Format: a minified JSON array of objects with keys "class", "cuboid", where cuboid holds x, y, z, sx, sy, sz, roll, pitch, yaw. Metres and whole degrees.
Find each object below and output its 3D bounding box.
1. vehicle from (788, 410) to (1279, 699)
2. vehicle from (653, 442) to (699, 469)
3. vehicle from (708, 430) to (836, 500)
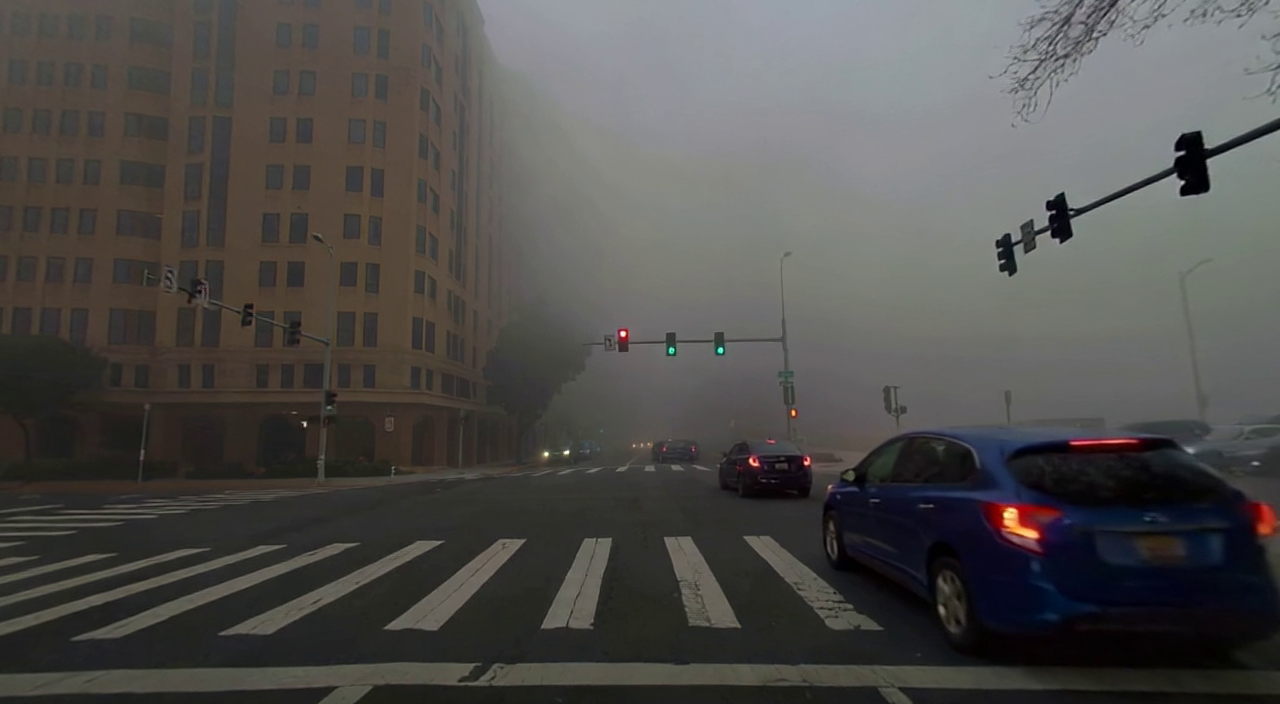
[{"class":"vehicle","cuboid":[2.862,1.367,5.508,2.039,1.470,4.355,0,-8,-1]},{"class":"vehicle","cuboid":[1.918,5.717,35.079,2.040,1.421,4.550,0,-8,-3]},{"class":"vehicle","cuboid":[3.015,2.702,15.481,2.009,1.443,4.509,0,-8,-2]}]
